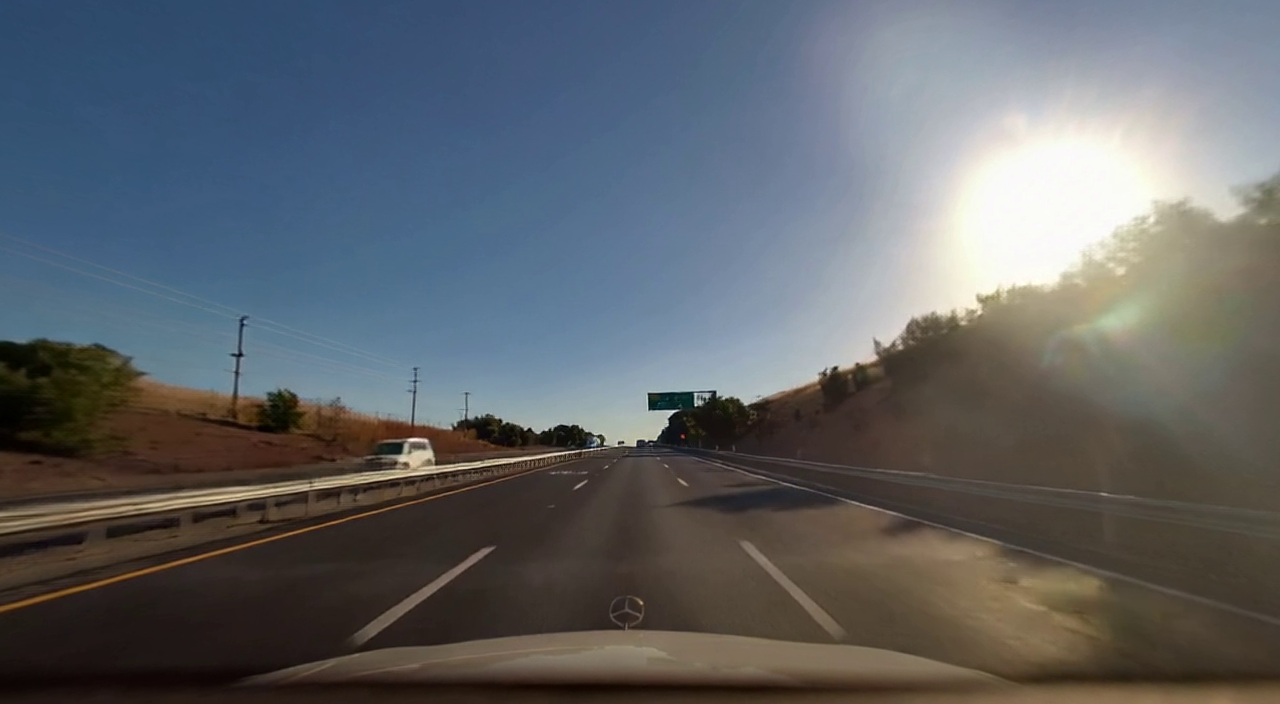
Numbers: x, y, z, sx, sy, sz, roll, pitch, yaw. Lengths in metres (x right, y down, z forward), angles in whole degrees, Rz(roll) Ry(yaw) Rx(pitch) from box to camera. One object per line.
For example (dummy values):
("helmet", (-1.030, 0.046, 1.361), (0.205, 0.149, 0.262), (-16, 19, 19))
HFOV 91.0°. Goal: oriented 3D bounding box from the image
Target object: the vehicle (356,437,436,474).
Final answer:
("vehicle", (-12.197, 5.192, 31.849), (2.047, 1.735, 4.728), (0, -8, 1))
